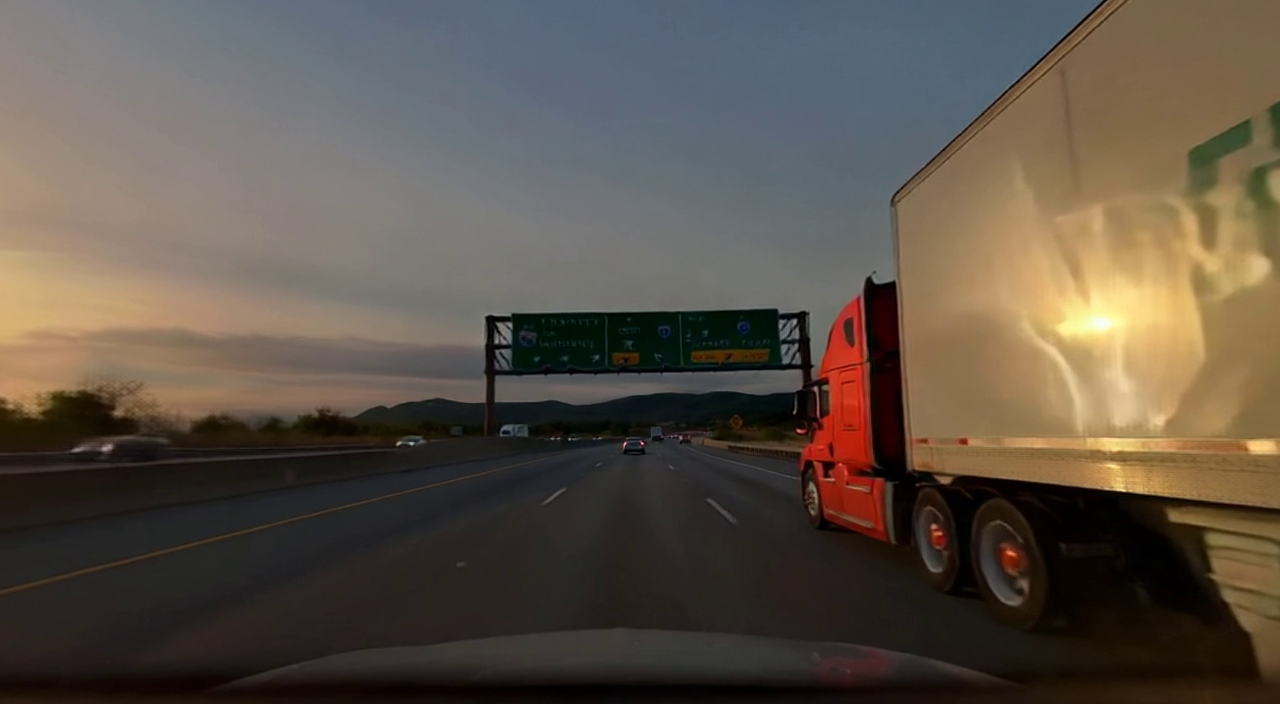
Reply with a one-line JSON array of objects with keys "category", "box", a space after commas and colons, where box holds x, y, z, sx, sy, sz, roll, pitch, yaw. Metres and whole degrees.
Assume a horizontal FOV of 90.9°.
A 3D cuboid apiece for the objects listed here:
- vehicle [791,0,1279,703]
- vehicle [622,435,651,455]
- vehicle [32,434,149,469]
[{"category": "vehicle", "box": [3.665, 0.100, 5.231, 3.222, 3.915, 6.030, 0, -8, 0]}, {"category": "vehicle", "box": [-0.275, 7.114, 48.264, 2.140, 1.475, 3.969, 0, -8, 0]}, {"category": "vehicle", "box": [-26.925, 4.848, 31.110, 1.829, 1.573, 4.263, -1, -8, 2]}]
